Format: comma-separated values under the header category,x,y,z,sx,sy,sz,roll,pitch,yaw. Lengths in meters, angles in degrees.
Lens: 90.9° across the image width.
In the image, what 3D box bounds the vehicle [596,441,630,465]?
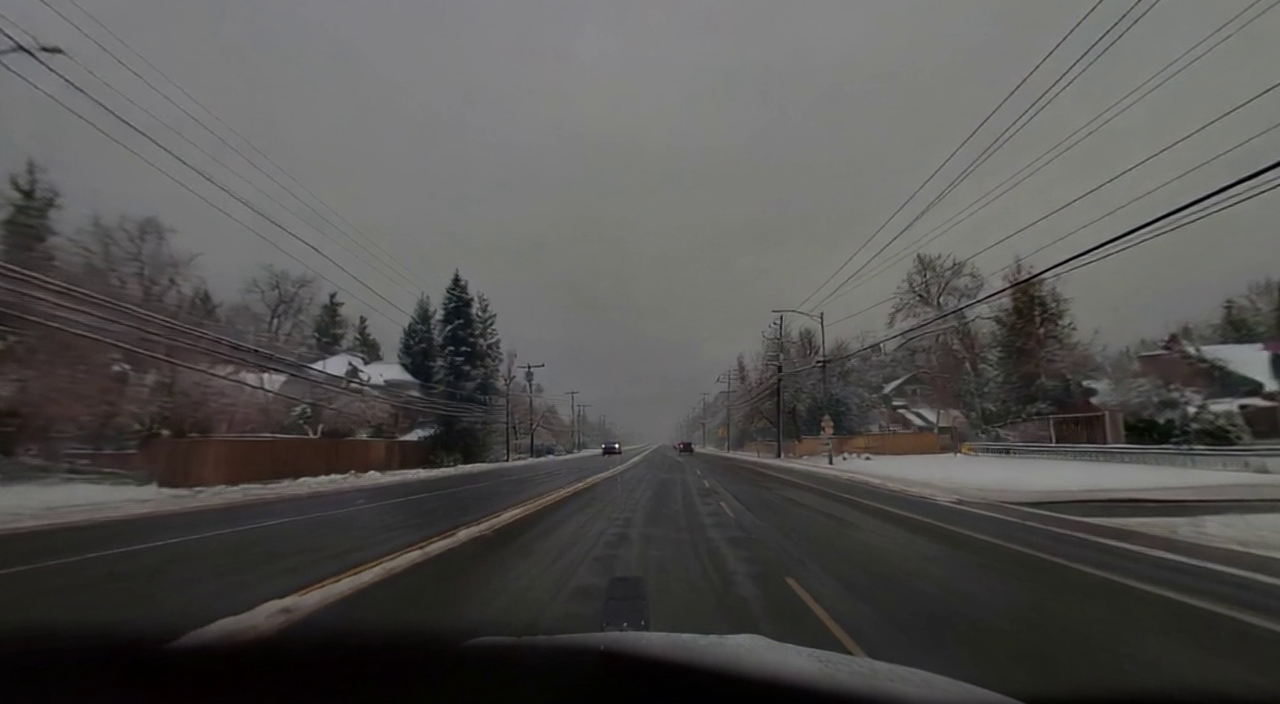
category,x,y,z,sx,sy,sz,roll,pitch,yaw
vehicle,-2.061,7.842,49.009,2.107,1.697,4.736,-1,-9,4
